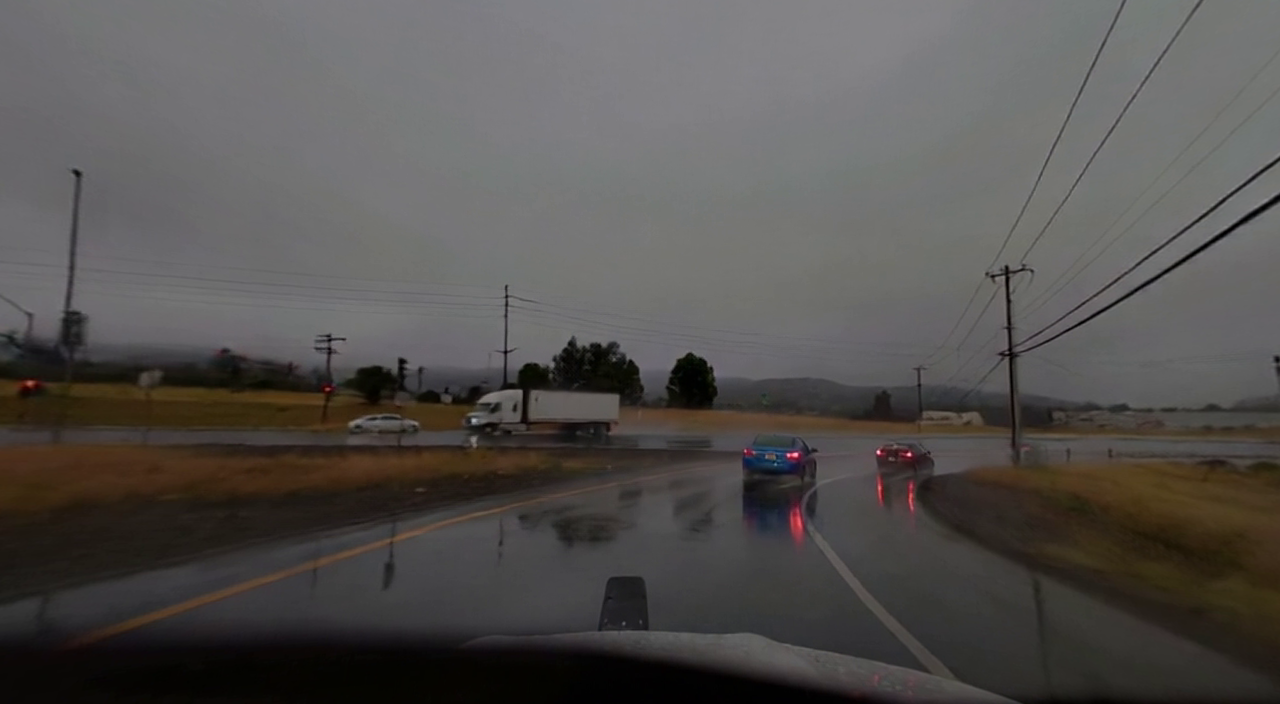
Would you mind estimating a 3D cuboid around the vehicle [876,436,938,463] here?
[{"bbox_3d":[15.805,5.723,37.213,1.836,1.465,4.307,-8,-12,44],"label":"vehicle"}]

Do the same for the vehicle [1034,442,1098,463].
[{"bbox_3d":[31.655,7.436,46.834,4.102,1.552,1.931,4,-9,-23],"label":"vehicle"}]

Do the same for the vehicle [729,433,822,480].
[{"bbox_3d":[4.704,3.501,21.470,2.026,1.407,4.374,-4,-9,26],"label":"vehicle"}]
